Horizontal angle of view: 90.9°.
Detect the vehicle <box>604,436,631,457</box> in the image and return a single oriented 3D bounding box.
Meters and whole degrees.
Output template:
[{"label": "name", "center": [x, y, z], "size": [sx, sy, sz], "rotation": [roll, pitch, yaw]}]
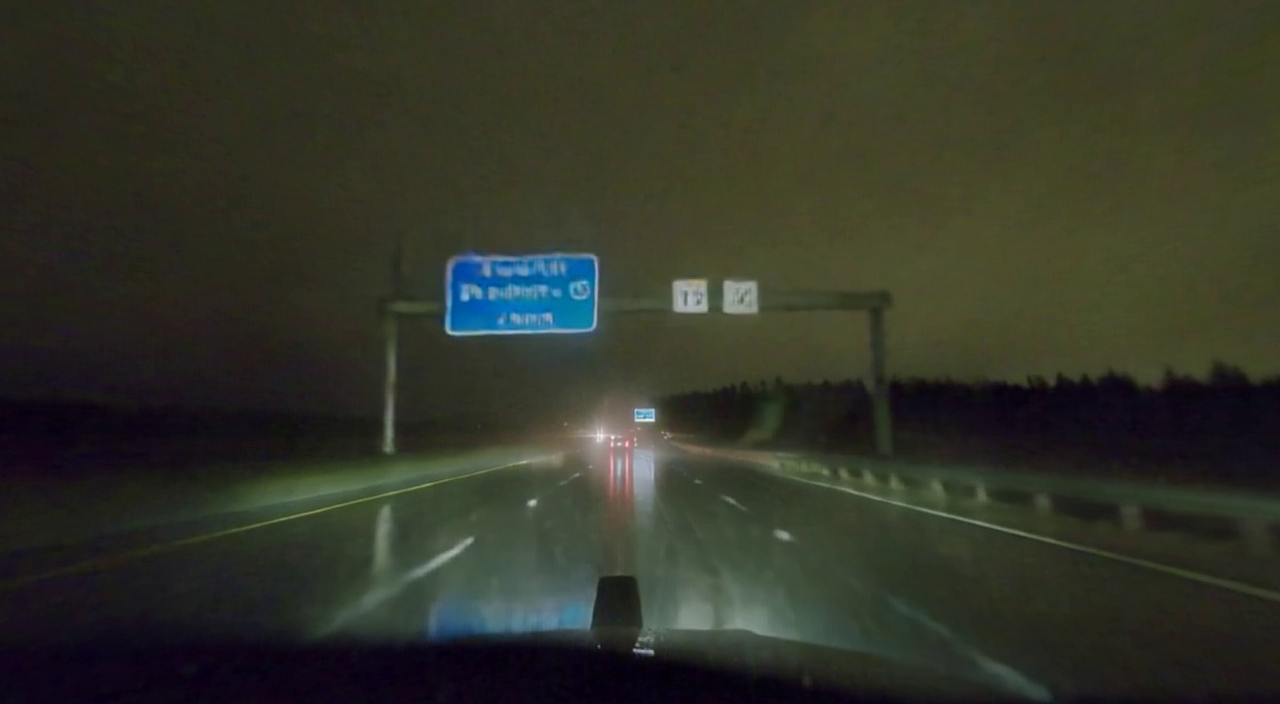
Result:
[{"label": "vehicle", "center": [-1.671, 7.087, 47.621], "size": [1.993, 1.519, 4.046], "rotation": [0, -8, -1]}]
